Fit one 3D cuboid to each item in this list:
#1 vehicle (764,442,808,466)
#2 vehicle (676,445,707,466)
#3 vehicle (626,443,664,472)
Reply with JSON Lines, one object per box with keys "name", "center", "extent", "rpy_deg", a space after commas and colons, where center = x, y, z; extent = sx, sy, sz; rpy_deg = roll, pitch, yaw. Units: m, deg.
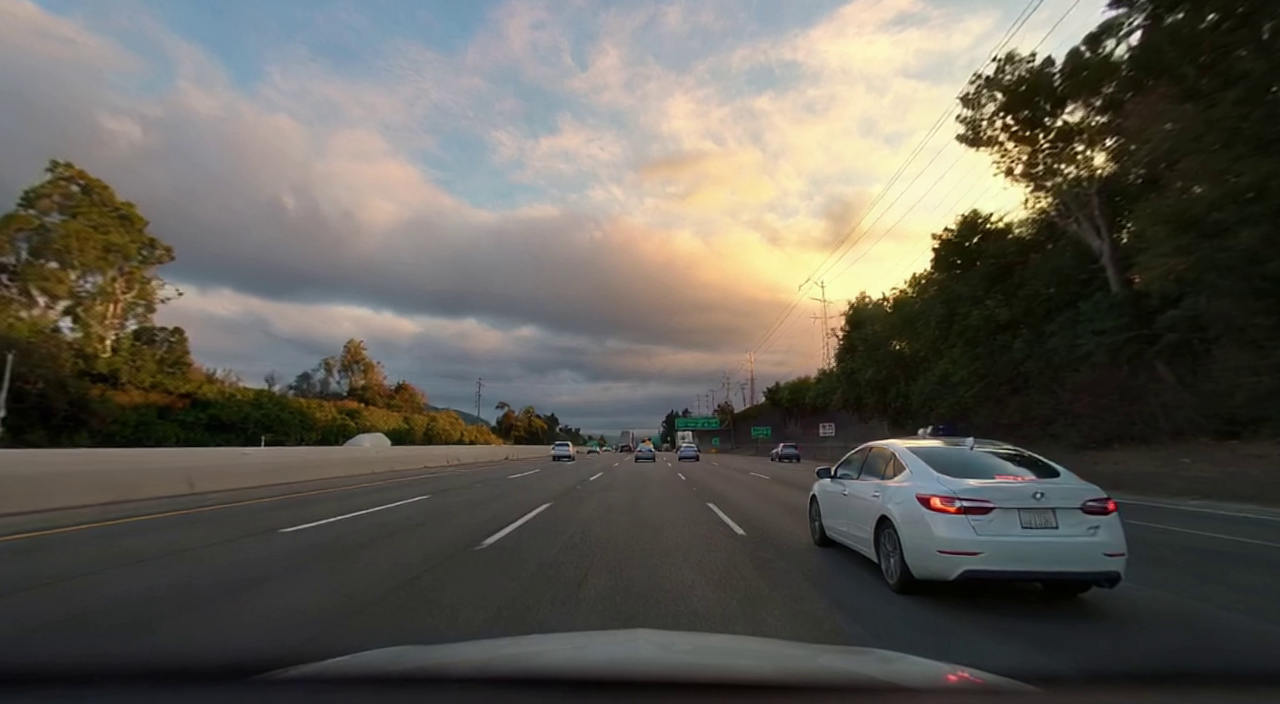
{"name": "vehicle", "center": [11.086, 7.779, 48.098], "extent": [2.214, 1.761, 4.663], "rpy_deg": [0, -9, 0]}
{"name": "vehicle", "center": [3.923, 7.944, 48.444], "extent": [2.076, 1.506, 4.050], "rpy_deg": [0, -9, 1]}
{"name": "vehicle", "center": [0.312, 6.063, 36.322], "extent": [2.066, 1.562, 4.198], "rpy_deg": [0, -9, 1]}
